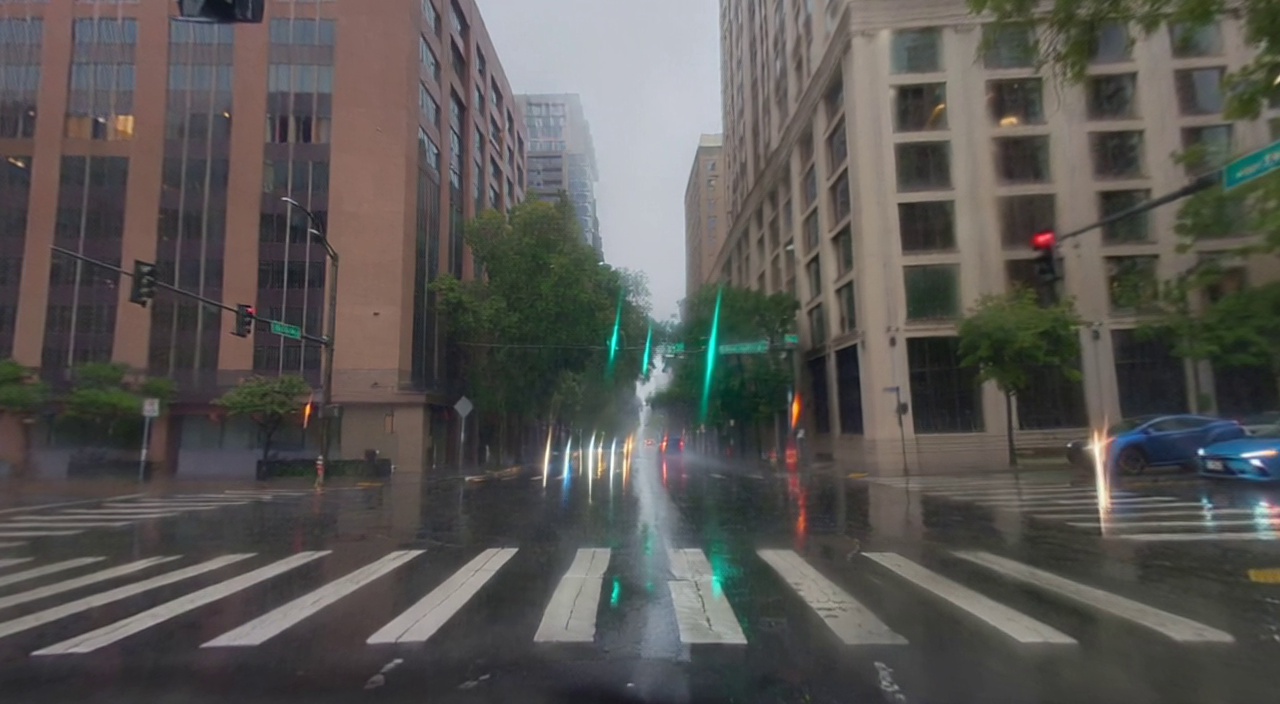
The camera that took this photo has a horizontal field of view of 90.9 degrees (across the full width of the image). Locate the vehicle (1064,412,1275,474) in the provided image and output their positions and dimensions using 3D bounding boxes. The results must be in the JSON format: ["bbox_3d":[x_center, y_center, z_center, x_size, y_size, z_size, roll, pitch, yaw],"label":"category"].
[{"bbox_3d":[16.926,2.939,20.400,4.802,1.860,2.146,0,-8,0],"label":"vehicle"}]

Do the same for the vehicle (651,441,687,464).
[{"bbox_3d":[1.974,6.996,43.946,2.039,1.470,4.355,0,-8,-3],"label":"vehicle"}]
